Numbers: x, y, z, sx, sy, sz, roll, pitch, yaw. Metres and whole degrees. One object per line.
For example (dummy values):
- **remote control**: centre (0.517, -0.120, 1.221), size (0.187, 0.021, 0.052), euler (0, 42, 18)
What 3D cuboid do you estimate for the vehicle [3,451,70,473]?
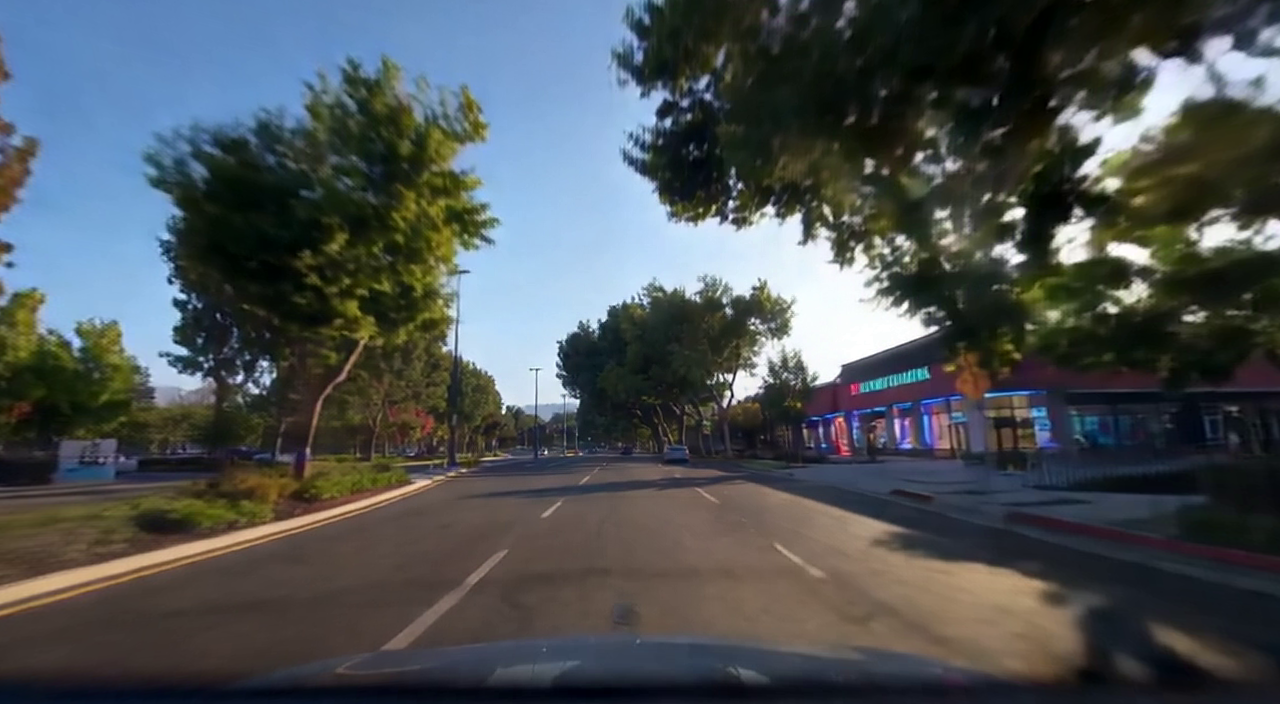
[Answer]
- **vehicle**: centre (-46.546, 8.504, 48.580), size (3.456, 1.431, 1.643), euler (-3, -8, 0)
